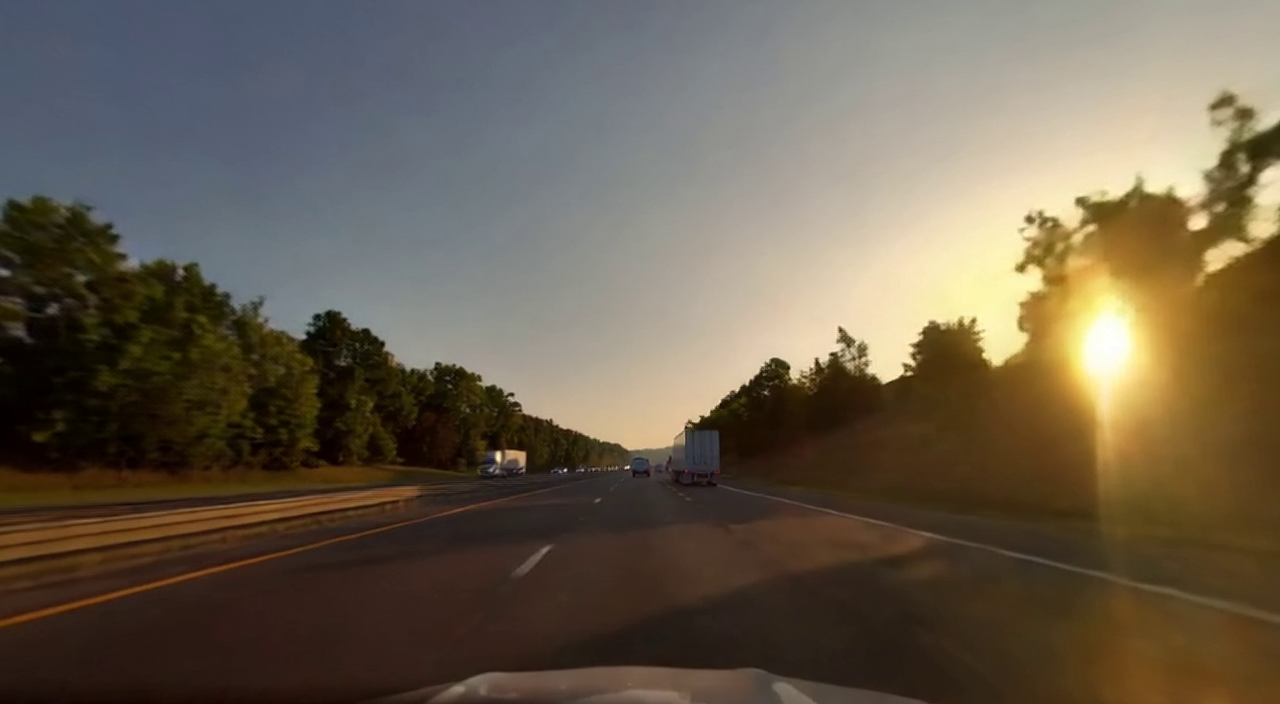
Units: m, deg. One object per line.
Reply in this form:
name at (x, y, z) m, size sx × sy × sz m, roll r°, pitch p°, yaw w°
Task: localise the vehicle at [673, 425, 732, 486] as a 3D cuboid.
vehicle at (4.527, 8.147, 48.906) m, size 3.139 × 3.999 × 13.840 m, roll 1°, pitch -10°, yaw 0°
